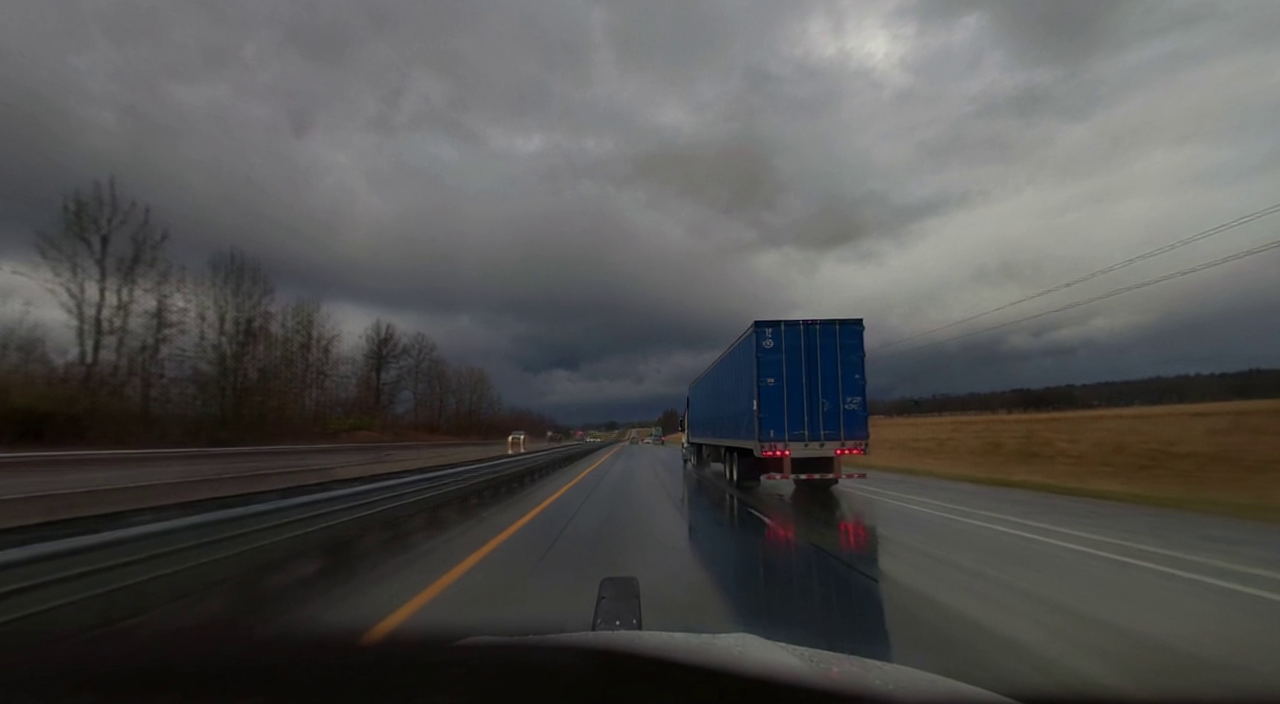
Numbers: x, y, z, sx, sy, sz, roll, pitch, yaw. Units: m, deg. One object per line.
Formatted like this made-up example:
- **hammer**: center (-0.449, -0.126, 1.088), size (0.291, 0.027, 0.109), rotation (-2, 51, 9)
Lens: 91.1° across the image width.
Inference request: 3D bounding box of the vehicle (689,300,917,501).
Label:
- **vehicle**: center (4.094, 2.159, 21.910), size (3.203, 4.273, 17.131), rotation (0, -8, -1)
